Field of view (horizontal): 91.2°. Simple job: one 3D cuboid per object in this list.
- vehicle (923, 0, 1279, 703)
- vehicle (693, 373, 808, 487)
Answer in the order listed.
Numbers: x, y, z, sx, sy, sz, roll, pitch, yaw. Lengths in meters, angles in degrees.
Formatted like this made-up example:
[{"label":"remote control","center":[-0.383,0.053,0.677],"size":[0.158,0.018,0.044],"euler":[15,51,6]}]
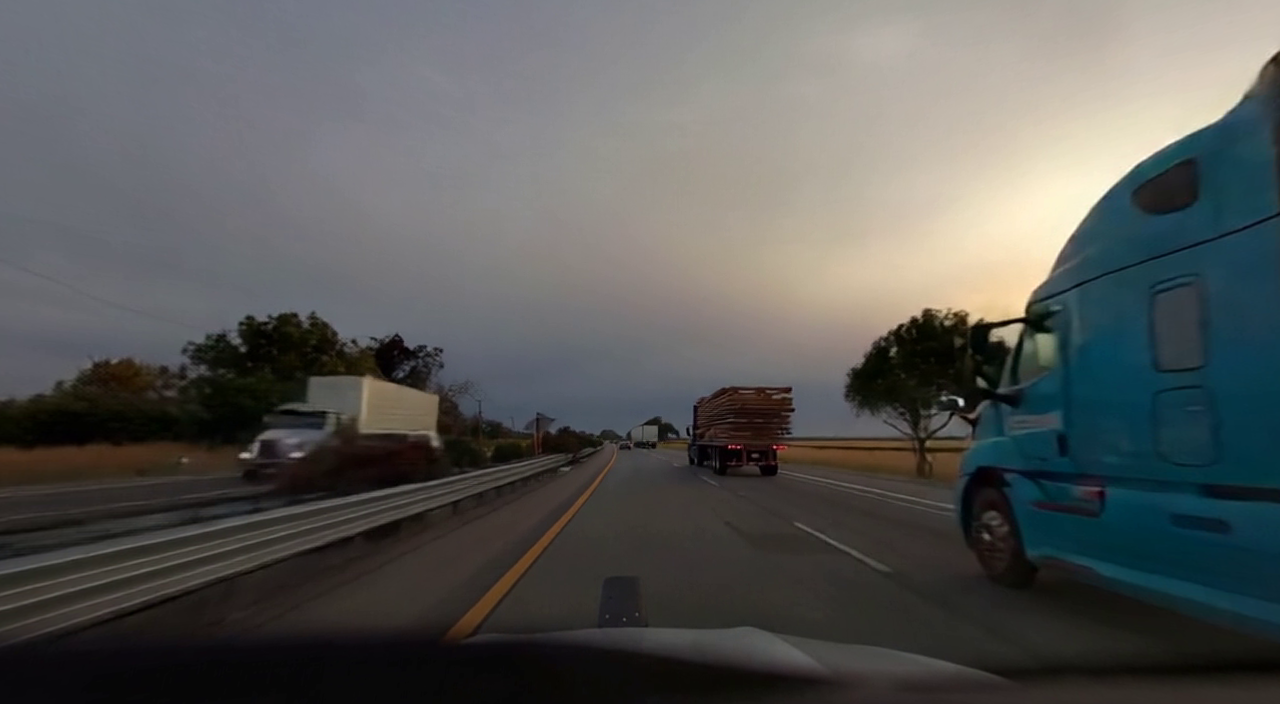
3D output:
[{"label":"vehicle","center":[4.759,-0.080,3.780],"size":[3.062,3.891,6.234],"euler":[0,-8,0]},{"label":"vehicle","center":[4.638,3.894,30.874],"size":[3.023,4.054,16.882],"euler":[0,-8,1]}]
